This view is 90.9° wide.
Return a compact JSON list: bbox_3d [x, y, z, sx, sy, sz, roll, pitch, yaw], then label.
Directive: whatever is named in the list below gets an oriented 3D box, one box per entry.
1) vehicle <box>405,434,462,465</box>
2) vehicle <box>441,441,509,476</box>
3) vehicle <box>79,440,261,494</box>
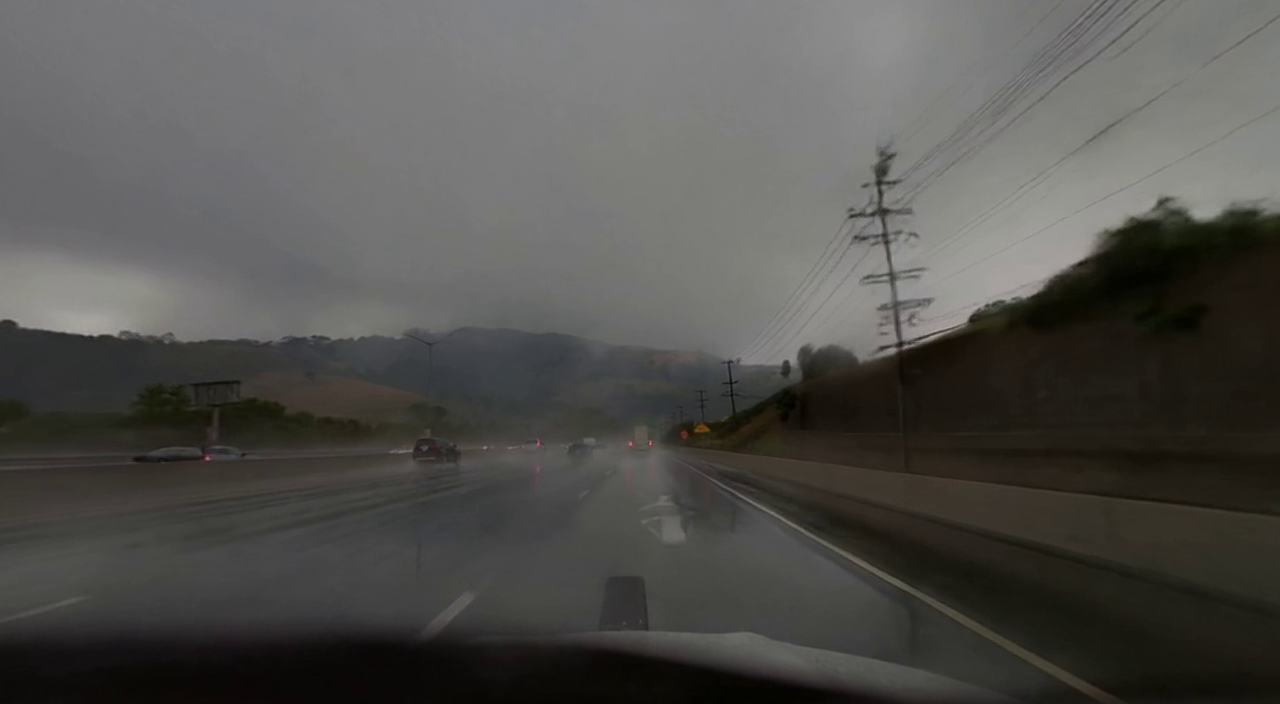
[{"bbox_3d":[-14.141,6.731,43.527,2.172,1.946,5.017,0,-9,1],"label":"vehicle"},{"bbox_3d":[-7.448,4.826,28.865,1.899,1.472,4.202,0,-9,1],"label":"vehicle"},{"bbox_3d":[-14.375,3.533,19.758,1.885,1.474,4.849,0,-9,1],"label":"vehicle"}]
